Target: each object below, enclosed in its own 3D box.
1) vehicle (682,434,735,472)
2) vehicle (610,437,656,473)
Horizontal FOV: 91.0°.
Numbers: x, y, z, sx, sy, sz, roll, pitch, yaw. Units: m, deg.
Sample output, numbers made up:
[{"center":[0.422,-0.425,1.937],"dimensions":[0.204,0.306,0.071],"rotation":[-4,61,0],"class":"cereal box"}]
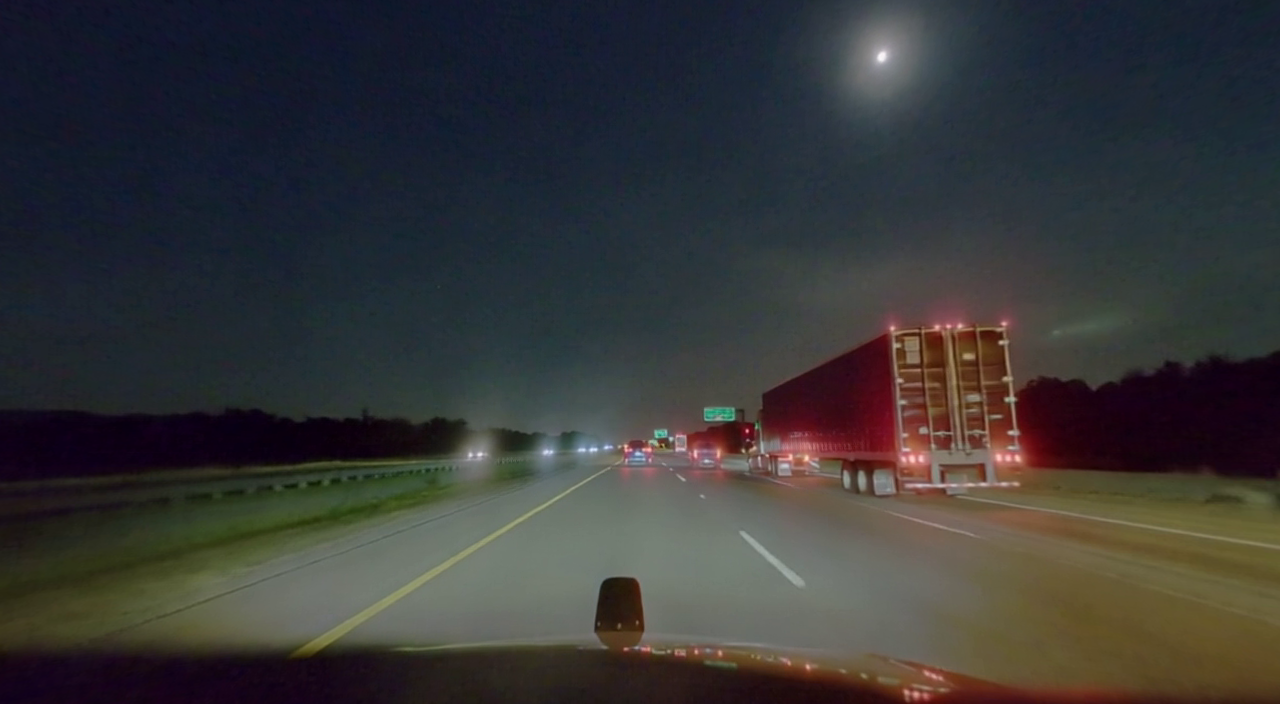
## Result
[{"center":[3.587,5.428,33.950],"dimensions":[2.269,1.839,4.554],"rotation":[0,-9,-1],"class":"vehicle"},{"center":[-0.303,5.196,31.853],"dimensions":[2.142,1.664,4.076],"rotation":[0,-9,1],"class":"vehicle"}]
